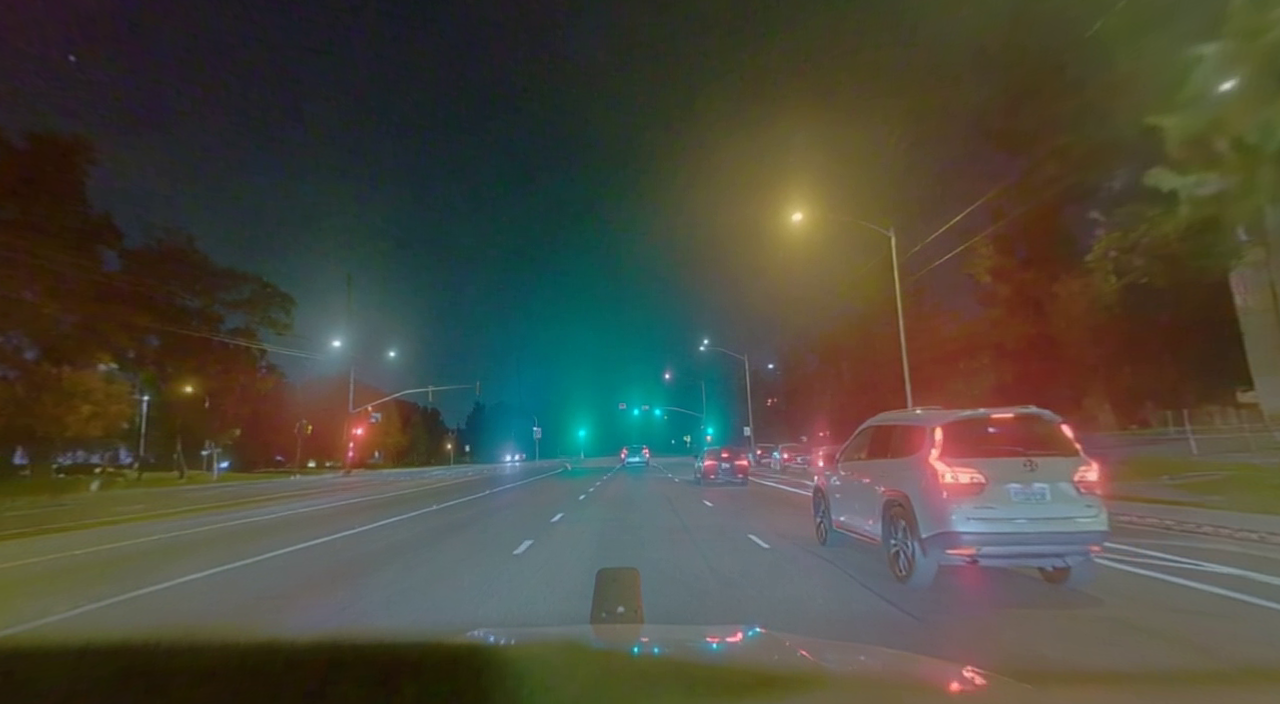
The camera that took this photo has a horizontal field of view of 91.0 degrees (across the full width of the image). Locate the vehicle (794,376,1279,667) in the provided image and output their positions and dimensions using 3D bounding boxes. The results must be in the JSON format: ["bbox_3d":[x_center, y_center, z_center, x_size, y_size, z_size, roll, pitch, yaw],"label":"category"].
[{"bbox_3d":[3.197,1.374,6.212,2.129,1.761,4.610,0,-9,0],"label":"vehicle"}]

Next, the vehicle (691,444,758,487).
[{"bbox_3d":[3.024,4.154,23.400,1.889,1.451,4.180,0,-9,-1],"label":"vehicle"}]

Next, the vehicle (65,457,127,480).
[{"bbox_3d":[-38.378,8.169,44.351,4.260,1.501,1.892,-5,-10,30],"label":"vehicle"}]

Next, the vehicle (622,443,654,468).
[{"bbox_3d":[-0.152,7.287,44.367,2.146,1.685,4.003,0,-9,0],"label":"vehicle"}]
